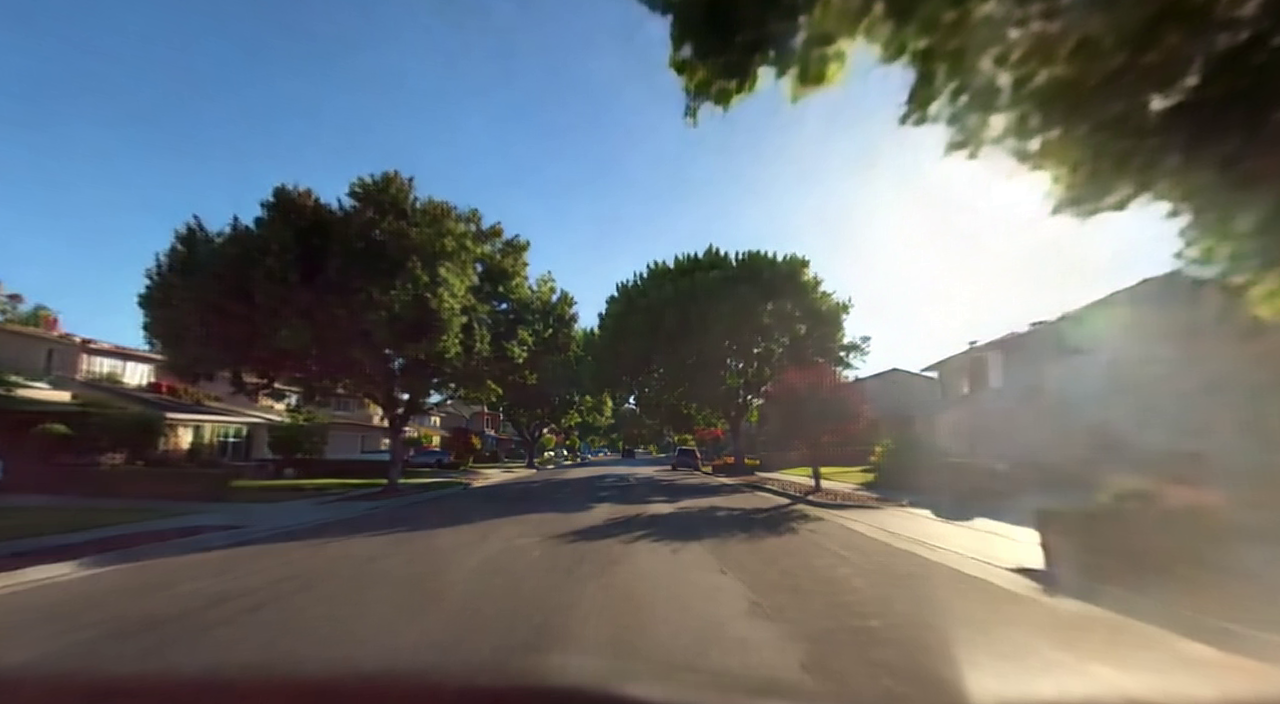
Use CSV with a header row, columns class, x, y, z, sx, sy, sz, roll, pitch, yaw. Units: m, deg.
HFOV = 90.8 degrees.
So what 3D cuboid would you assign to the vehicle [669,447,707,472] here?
class,x,y,z,sx,sy,sz,roll,pitch,yaw
vehicle,3.291,7.457,44.083,2.136,1.596,4.790,0,-9,-2
